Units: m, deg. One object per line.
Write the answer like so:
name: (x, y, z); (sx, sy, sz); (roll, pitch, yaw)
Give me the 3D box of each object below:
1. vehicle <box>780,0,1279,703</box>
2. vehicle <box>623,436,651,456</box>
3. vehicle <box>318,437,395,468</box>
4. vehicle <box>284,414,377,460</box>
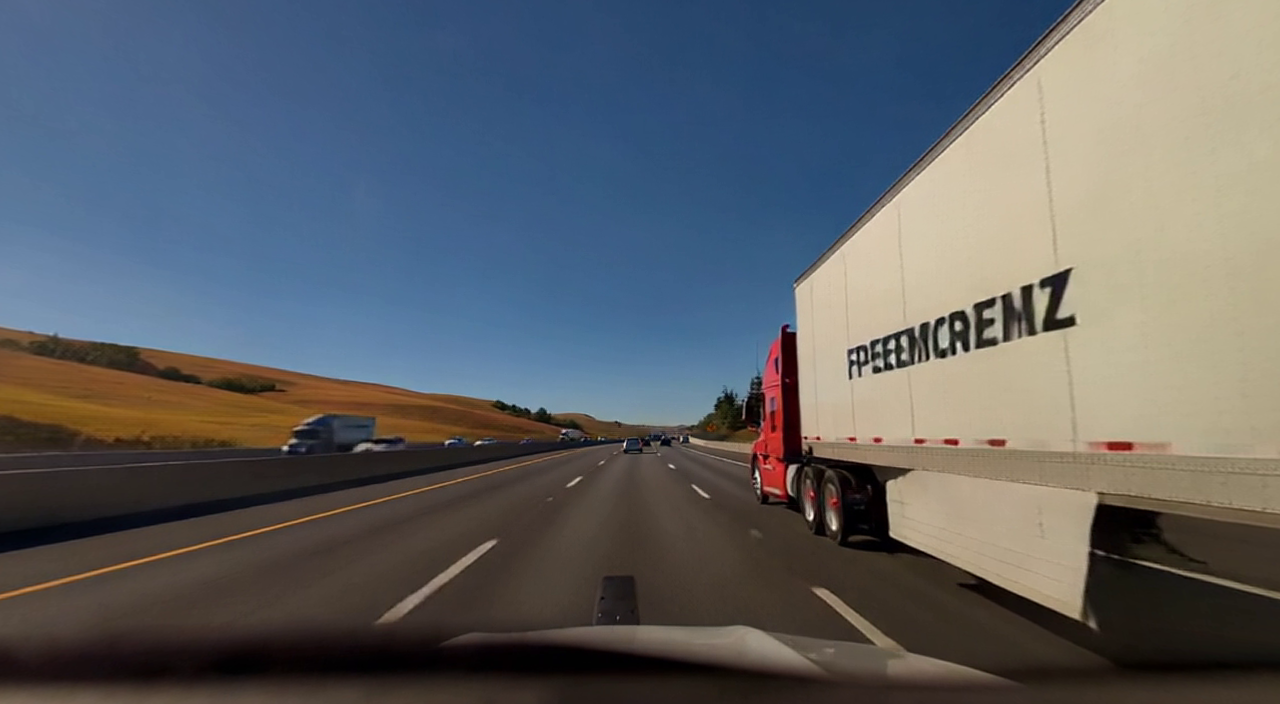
vehicle: (3.756, -0.443, 2.037); (2.976, 4.077, 14.571); (0, -8, -1)
vehicle: (-0.233, 7.372, 49.484); (2.140, 1.475, 3.969); (0, -8, 0)
vehicle: (-14.659, 5.193, 32.914); (1.904, 1.518, 4.511); (0, -8, 0)
vehicle: (-22.305, 6.212, 45.965); (2.663, 3.057, 7.746); (-1, -8, 2)
